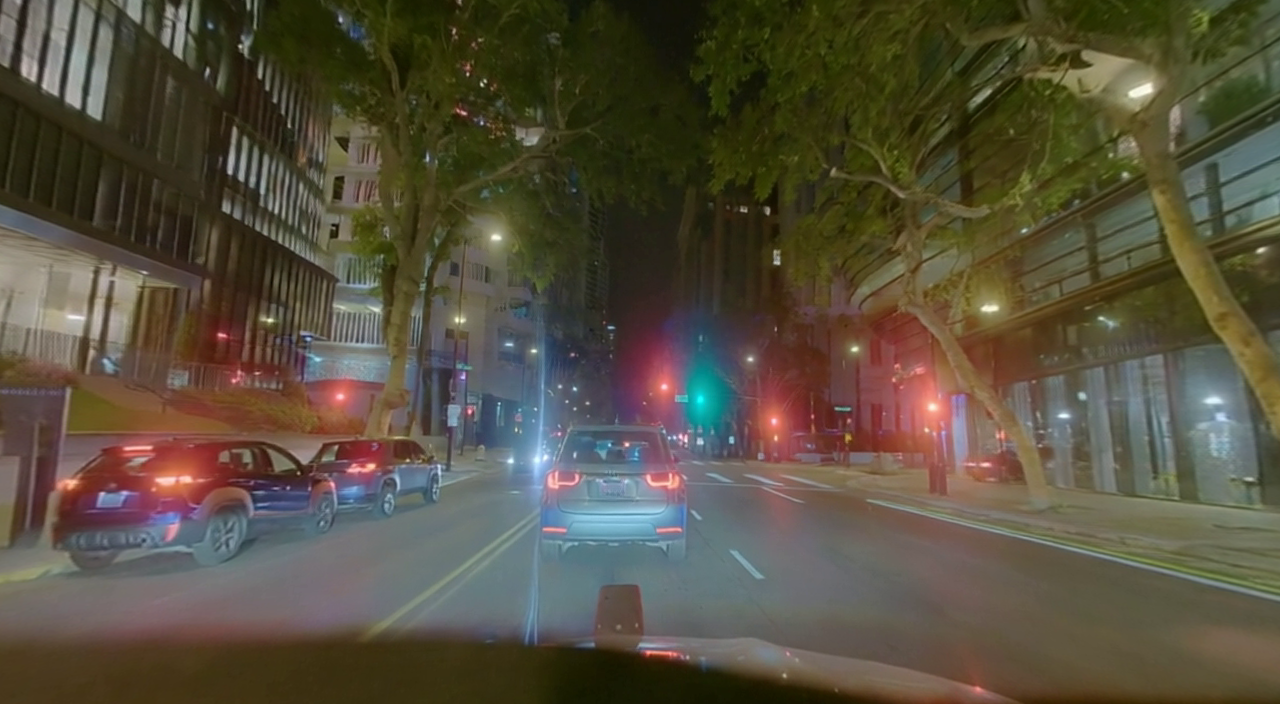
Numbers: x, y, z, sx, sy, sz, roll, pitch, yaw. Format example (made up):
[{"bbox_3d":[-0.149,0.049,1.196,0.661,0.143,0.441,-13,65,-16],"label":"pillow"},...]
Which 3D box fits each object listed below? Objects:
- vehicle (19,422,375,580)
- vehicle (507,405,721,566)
[{"bbox_3d":[-5.763,1.957,9.172,1.904,1.684,4.529,0,-9,-1],"label":"vehicle"},{"bbox_3d":[-0.249,1.707,8.705,2.258,1.687,3.934,0,-9,1],"label":"vehicle"}]
